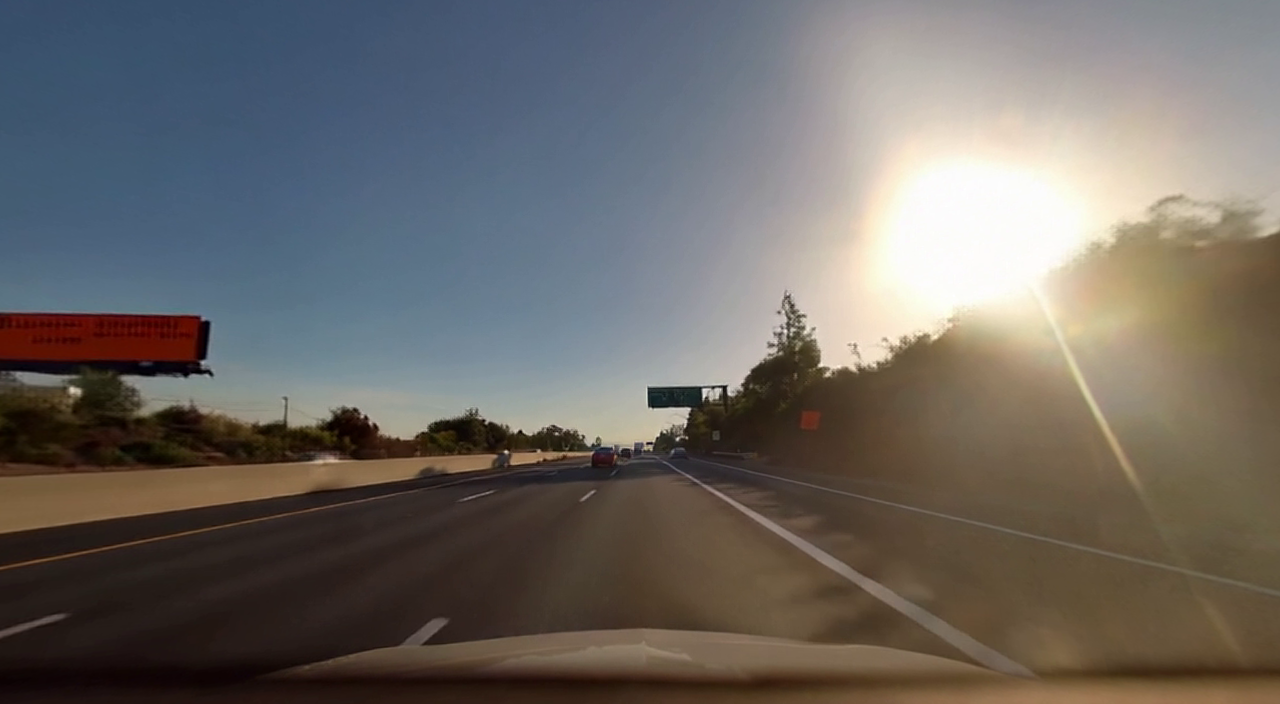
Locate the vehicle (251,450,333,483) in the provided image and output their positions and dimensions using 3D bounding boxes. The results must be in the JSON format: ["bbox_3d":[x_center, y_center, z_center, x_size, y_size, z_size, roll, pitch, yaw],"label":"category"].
[{"bbox_3d":[-20.485,6.732,37.400,2.166,1.740,4.691,0,-8,0],"label":"vehicle"}]
